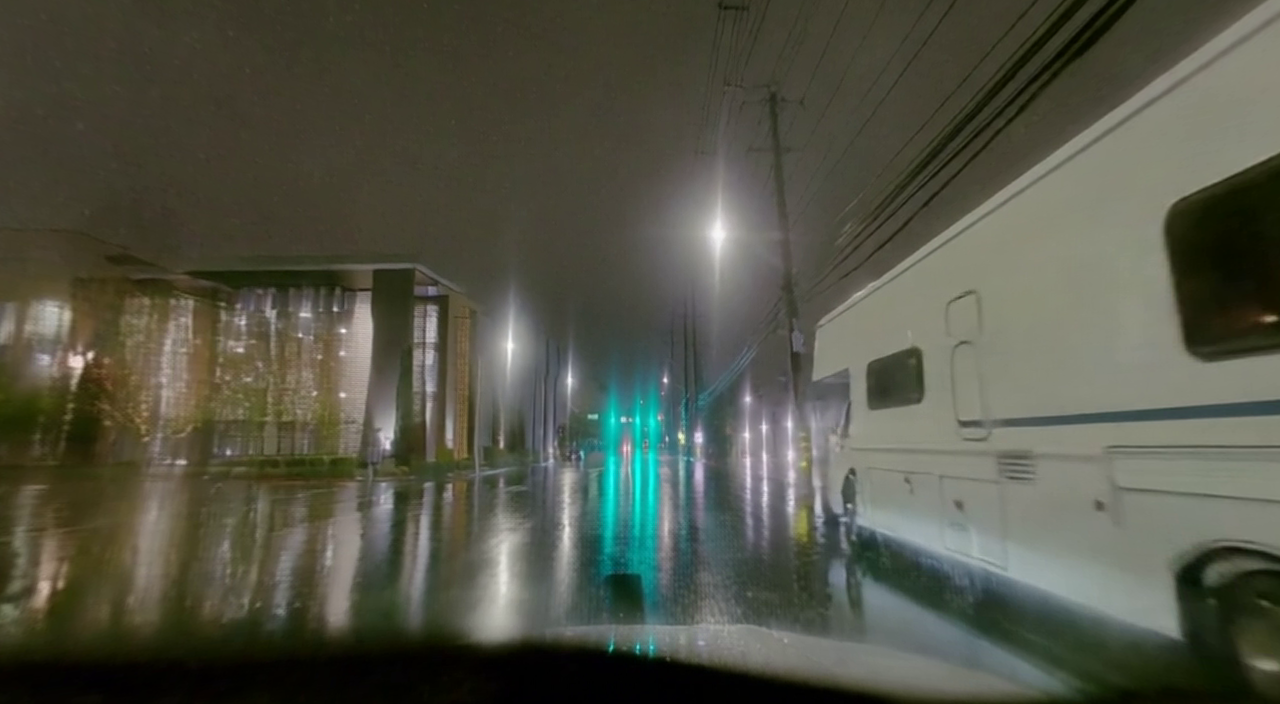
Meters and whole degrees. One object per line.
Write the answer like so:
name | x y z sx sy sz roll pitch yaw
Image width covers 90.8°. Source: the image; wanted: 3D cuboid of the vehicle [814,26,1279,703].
vehicle | 4.244 0.593 4.952 3.110 3.241 8.788 0 -9 -1
